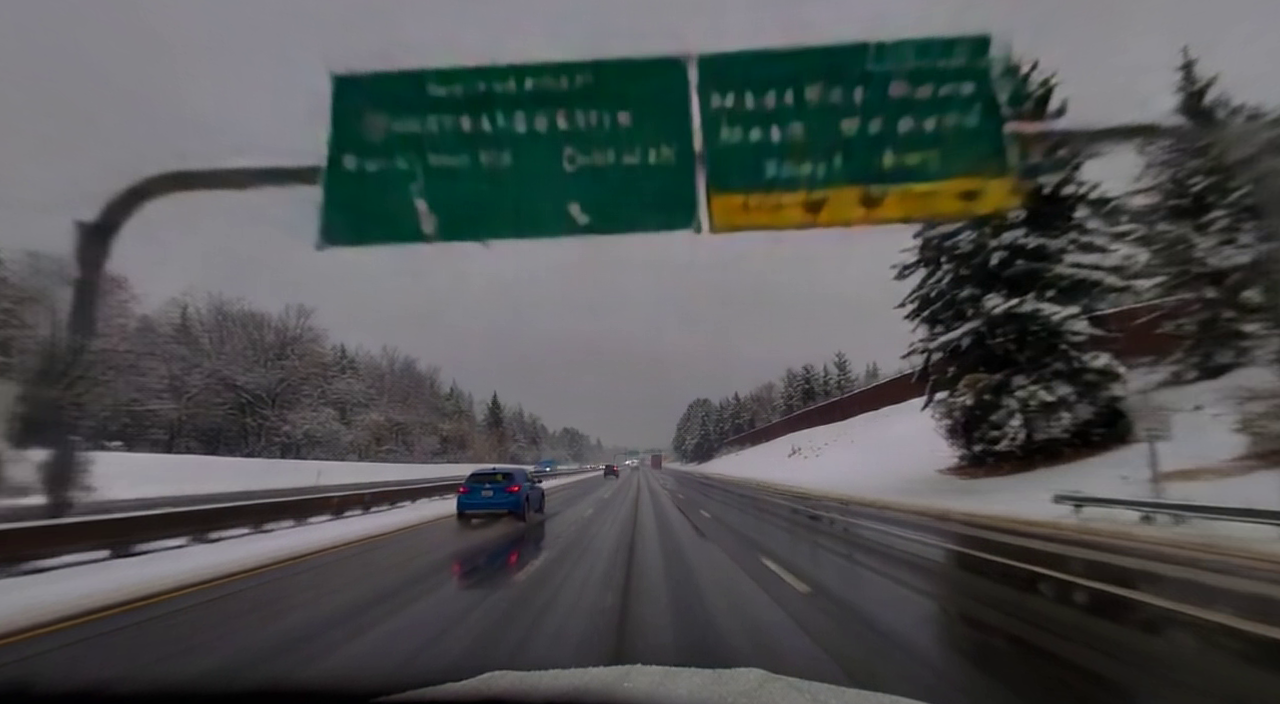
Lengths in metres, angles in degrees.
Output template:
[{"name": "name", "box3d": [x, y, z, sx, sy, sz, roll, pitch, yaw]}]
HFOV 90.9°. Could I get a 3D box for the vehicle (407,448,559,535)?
[{"name": "vehicle", "box3d": [-3.064, 2.889, 13.455, 2.045, 1.487, 4.582, 1, -10, 0]}]
